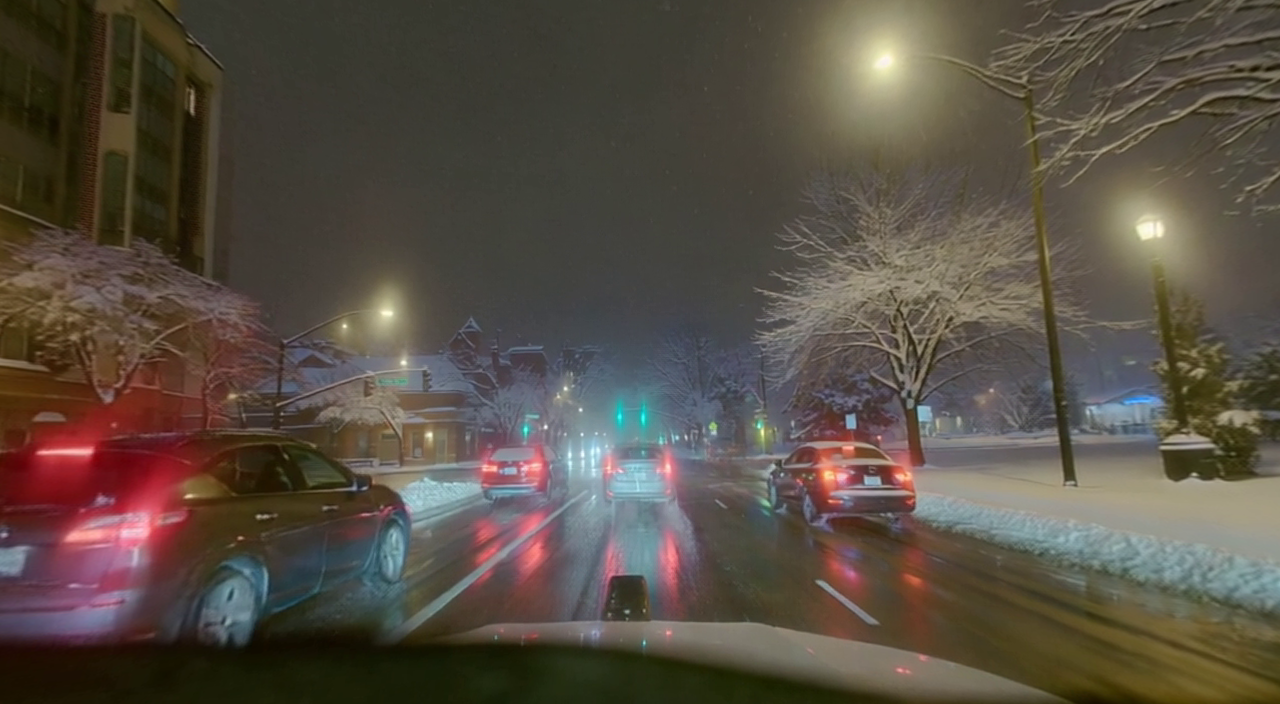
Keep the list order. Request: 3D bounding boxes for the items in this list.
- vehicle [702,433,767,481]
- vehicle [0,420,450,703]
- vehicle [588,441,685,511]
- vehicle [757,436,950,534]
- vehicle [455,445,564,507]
[{"bbox_3d":[4.186,4.789,28.986,2.142,1.957,5.443,0,-8,0],"label":"vehicle"},{"bbox_3d":[-3.315,1.403,5.236,2.038,1.481,4.379,0,-8,1],"label":"vehicle"},{"bbox_3d":[-0.138,2.974,15.669,2.101,1.480,3.929,0,-8,-2],"label":"vehicle"},{"bbox_3d":[3.706,2.382,11.976,1.990,1.486,4.431,0,-8,-2],"label":"vehicle"},{"bbox_3d":[-3.394,3.283,17.258,2.002,1.465,4.098,-1,-8,2],"label":"vehicle"}]
